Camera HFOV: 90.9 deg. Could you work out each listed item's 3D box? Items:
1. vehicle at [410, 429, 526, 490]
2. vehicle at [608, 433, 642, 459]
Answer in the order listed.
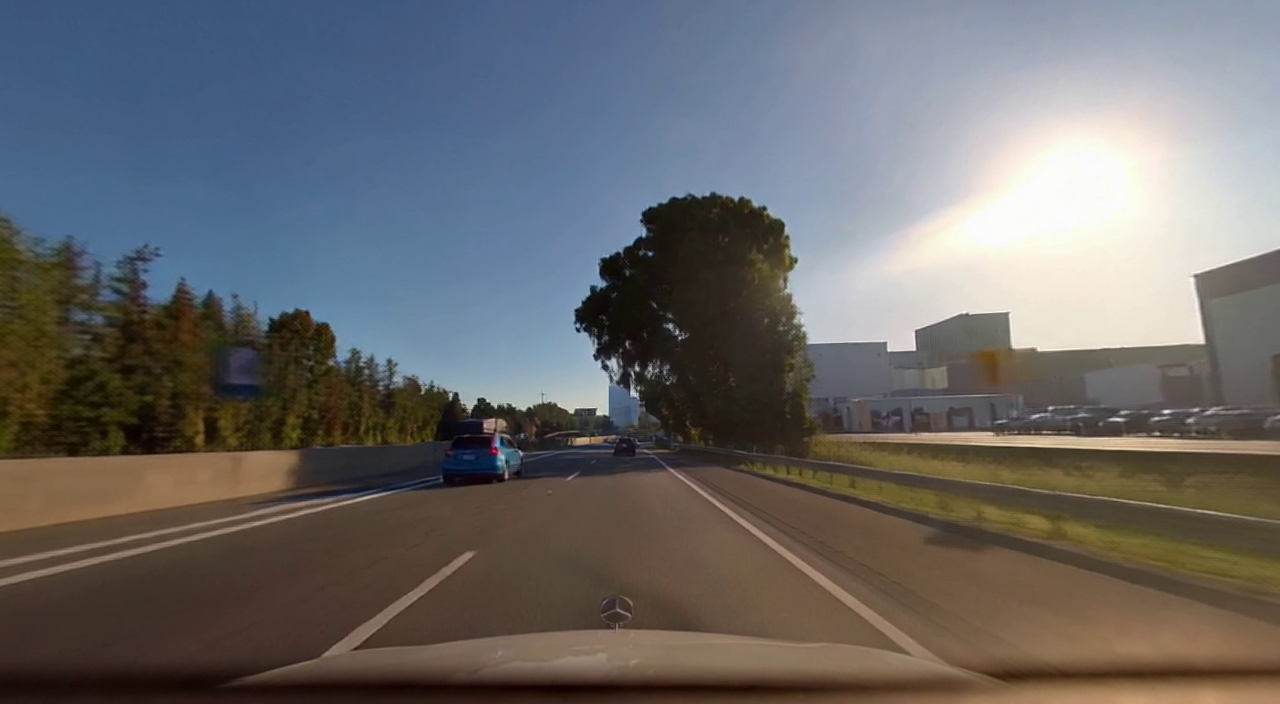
[{"bbox_3d":[-4.900,3.124,18.751,2.189,1.580,4.607,0,-8,0],"label":"vehicle"},{"bbox_3d":[-0.995,6.317,42.542,2.151,1.618,3.898,0,-8,-1],"label":"vehicle"}]
